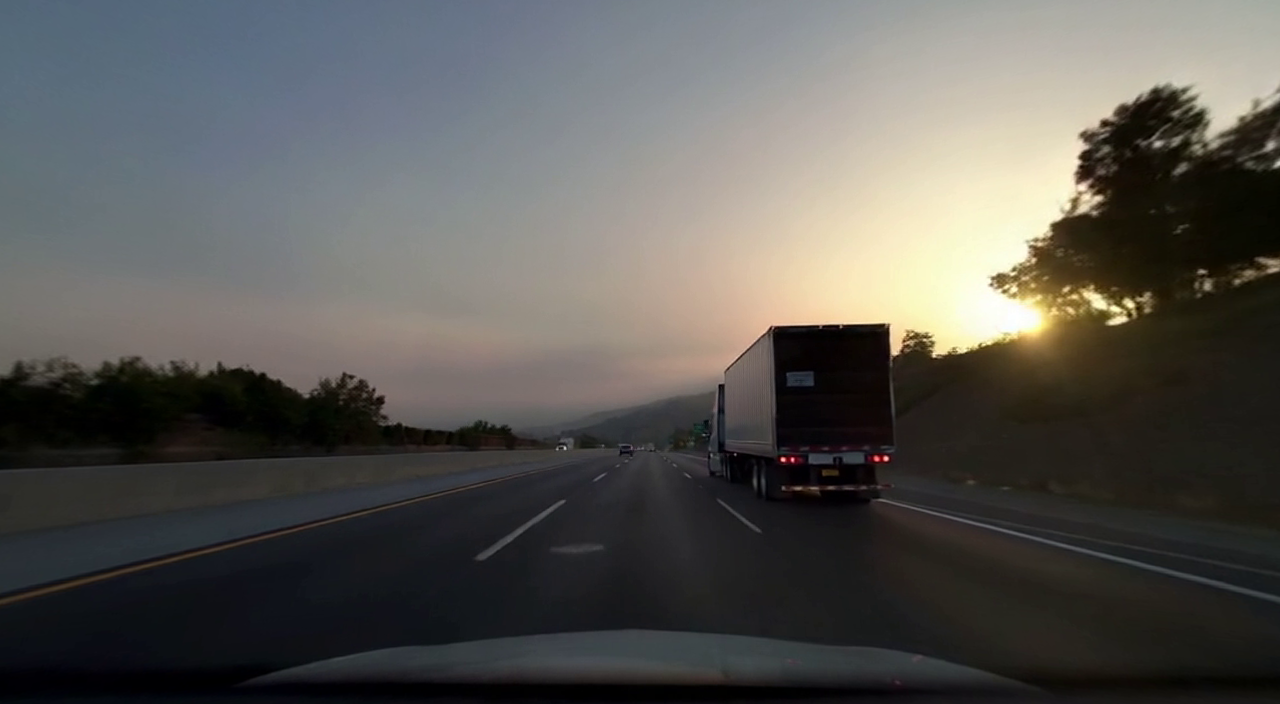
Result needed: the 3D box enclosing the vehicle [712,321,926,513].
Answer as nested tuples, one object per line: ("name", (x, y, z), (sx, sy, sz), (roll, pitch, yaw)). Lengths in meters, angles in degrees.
("vehicle", (4.157, 2.098, 18.286), (2.870, 3.768, 11.872), (0, -8, 1))
